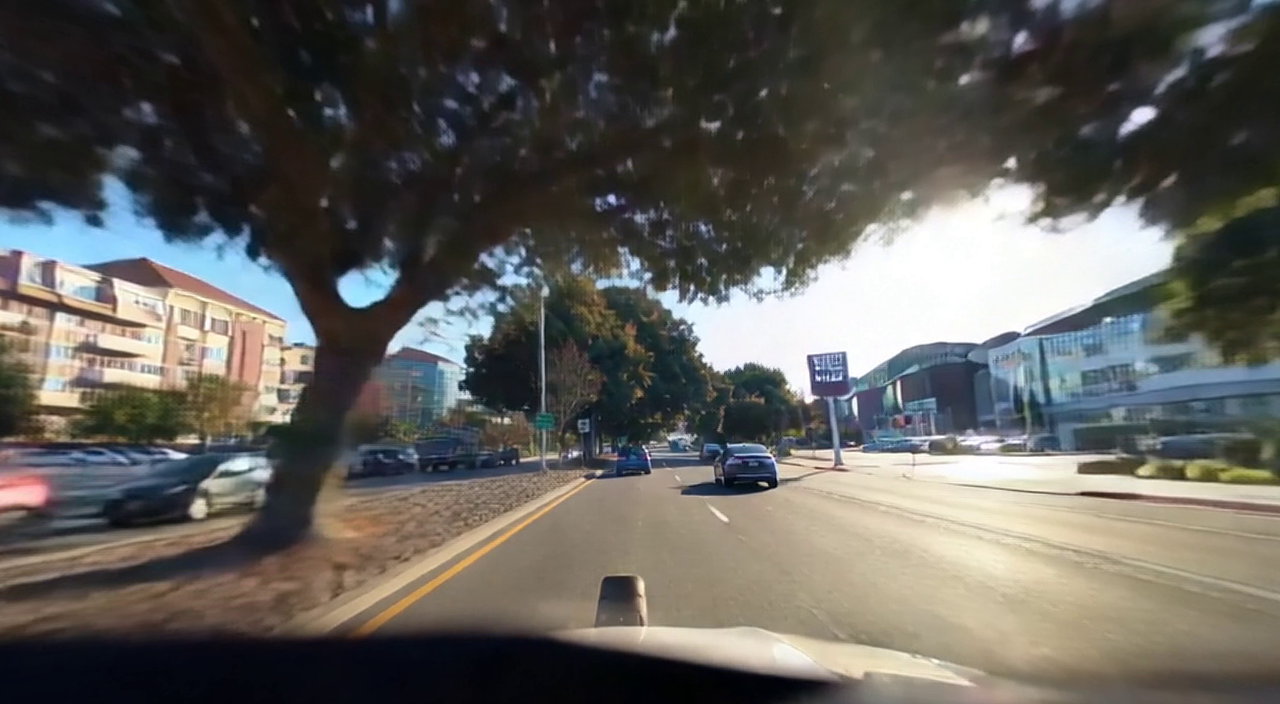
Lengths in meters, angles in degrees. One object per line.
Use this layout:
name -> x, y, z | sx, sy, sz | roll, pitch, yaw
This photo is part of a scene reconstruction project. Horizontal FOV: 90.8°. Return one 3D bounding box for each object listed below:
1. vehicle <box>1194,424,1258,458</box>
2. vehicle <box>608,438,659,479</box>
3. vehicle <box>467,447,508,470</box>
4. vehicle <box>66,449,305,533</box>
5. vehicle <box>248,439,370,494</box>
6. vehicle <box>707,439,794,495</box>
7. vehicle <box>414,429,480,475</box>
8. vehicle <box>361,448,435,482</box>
vehicle -> 35.759, 5.425, 38.492 | 5.424, 1.947, 2.071 | 7, -11, -41
vehicle -> -0.249, 4.713, 28.174 | 2.101, 1.694, 3.979 | -1, -9, 1
vehicle -> -11.463, 8.025, 47.820 | 2.048, 1.470, 4.514 | -2, -8, -1
vehicle -> -9.222, 2.801, 13.424 | 1.850, 1.447, 4.436 | 0, -9, -1
vehicle -> -12.328, 4.271, 23.987 | 2.021, 1.817, 4.740 | -1, -9, 1
vehicle -> 3.198, 3.410, 19.094 | 1.852, 1.498, 3.825 | 0, -9, -1
vehicle -> -12.005, 6.249, 39.730 | 2.263, 2.542, 5.913 | -2, -8, 0
vehicle -> -11.968, 5.594, 31.624 | 1.923, 1.502, 4.422 | -1, -9, 0
